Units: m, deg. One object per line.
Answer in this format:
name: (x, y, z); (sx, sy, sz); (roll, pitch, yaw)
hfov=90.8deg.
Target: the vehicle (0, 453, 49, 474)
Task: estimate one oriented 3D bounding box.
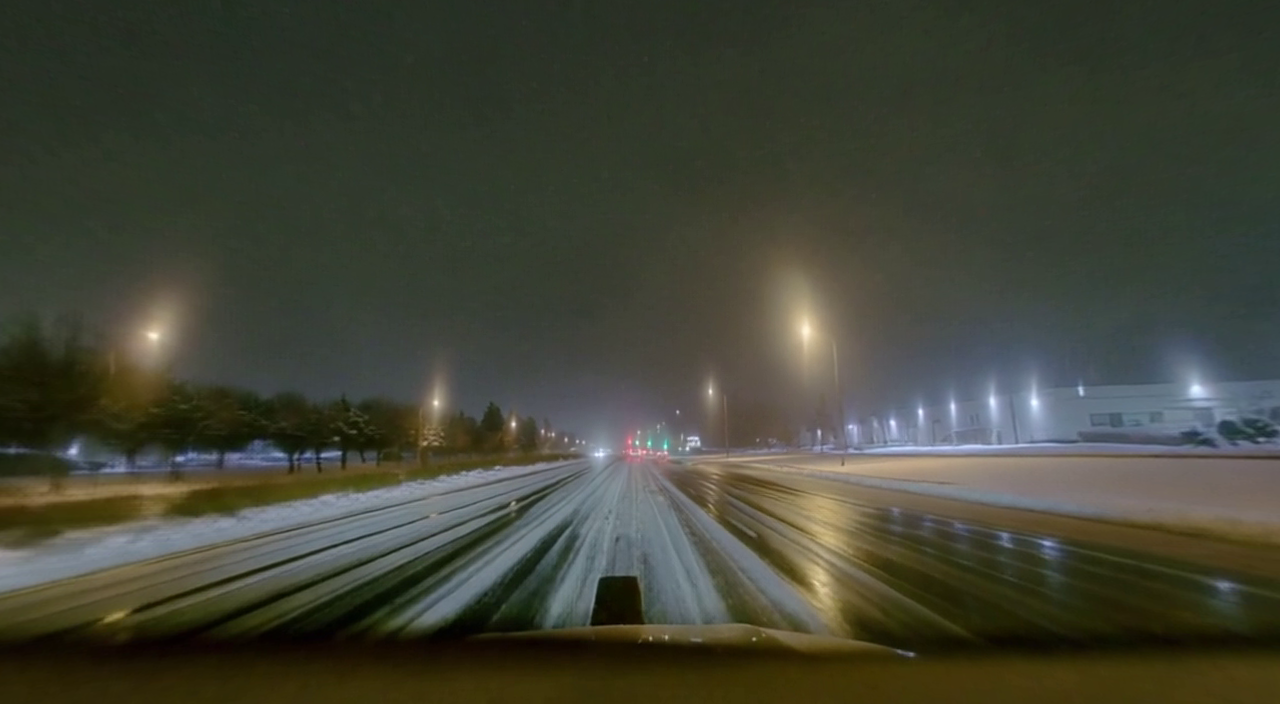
vehicle: (-50.101, 8.751, 49.596); (5.134, 1.600, 2.161); (-1, -9, 1)
